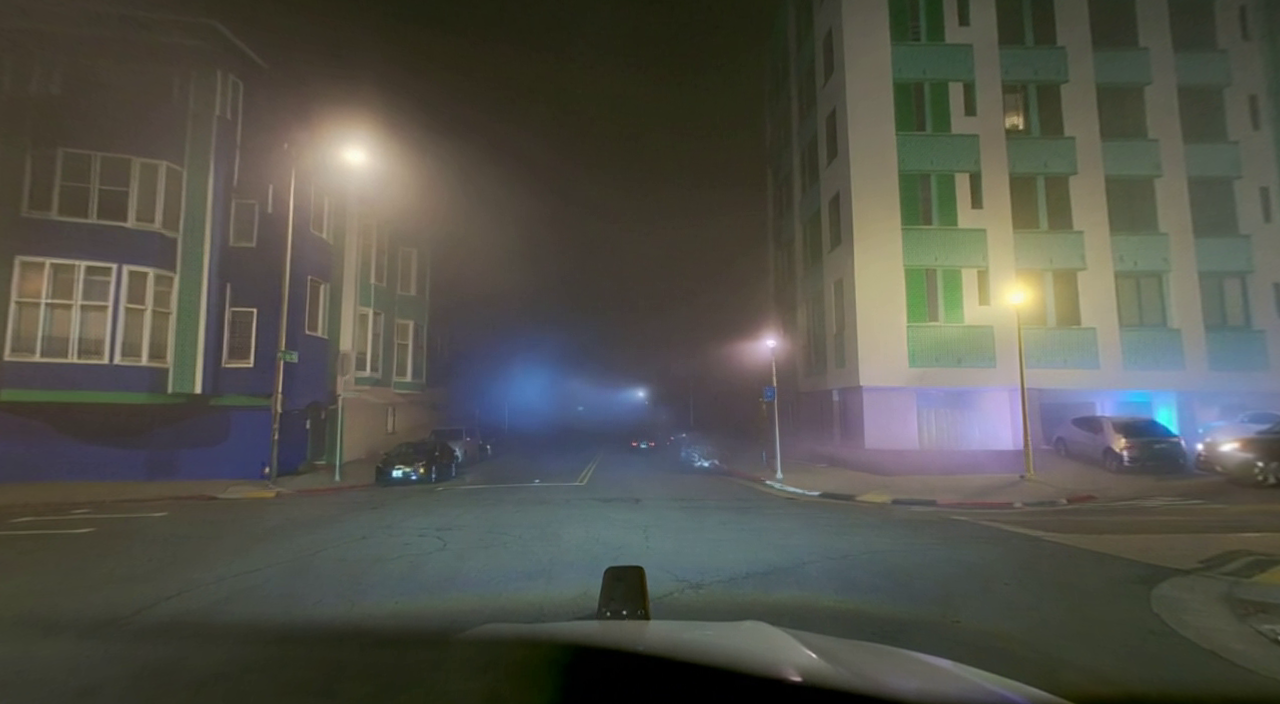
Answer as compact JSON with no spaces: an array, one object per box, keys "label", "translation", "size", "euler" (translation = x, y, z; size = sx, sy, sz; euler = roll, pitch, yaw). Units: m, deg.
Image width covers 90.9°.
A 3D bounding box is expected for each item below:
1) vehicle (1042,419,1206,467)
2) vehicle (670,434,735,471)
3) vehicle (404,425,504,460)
[{"label":"vehicle","translation":[15.344,2.919,20.146],"size":[3.752,1.453,1.709],"euler":[0,-9,2]},{"label":"vehicle","translation":[2.558,4.313,27.171],"size":[2.290,1.456,4.503],"euler":[0,-8,-1]},{"label":"vehicle","translation":[-11.448,5.590,38.874],"size":[5.540,1.950,2.113],"euler":[4,-12,-28]}]
